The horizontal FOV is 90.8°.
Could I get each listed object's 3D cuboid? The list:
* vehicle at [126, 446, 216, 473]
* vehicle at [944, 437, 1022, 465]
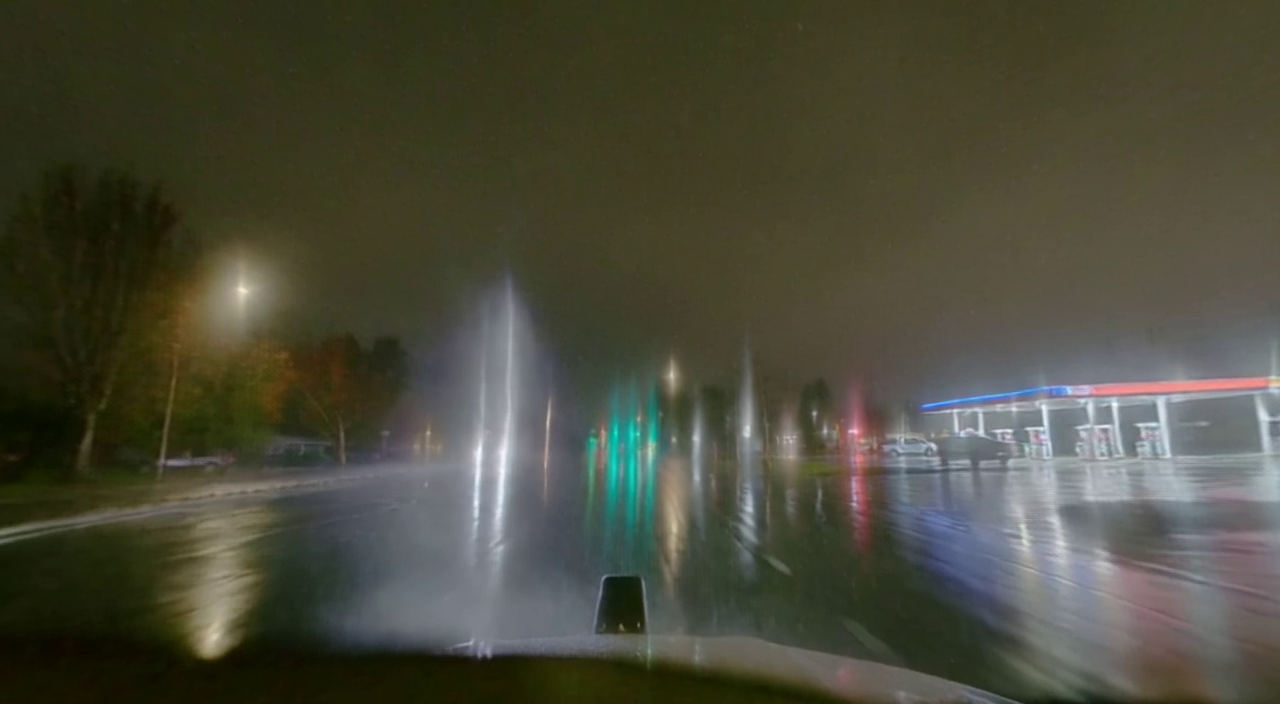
[{"bbox_3d":[-31.036,7.091,41.895,4.290,1.701,2.002,0,-9,-4],"label":"vehicle"},{"bbox_3d":[19.245,5.579,35.669,1.994,1.452,4.227,0,-8,0],"label":"vehicle"}]
